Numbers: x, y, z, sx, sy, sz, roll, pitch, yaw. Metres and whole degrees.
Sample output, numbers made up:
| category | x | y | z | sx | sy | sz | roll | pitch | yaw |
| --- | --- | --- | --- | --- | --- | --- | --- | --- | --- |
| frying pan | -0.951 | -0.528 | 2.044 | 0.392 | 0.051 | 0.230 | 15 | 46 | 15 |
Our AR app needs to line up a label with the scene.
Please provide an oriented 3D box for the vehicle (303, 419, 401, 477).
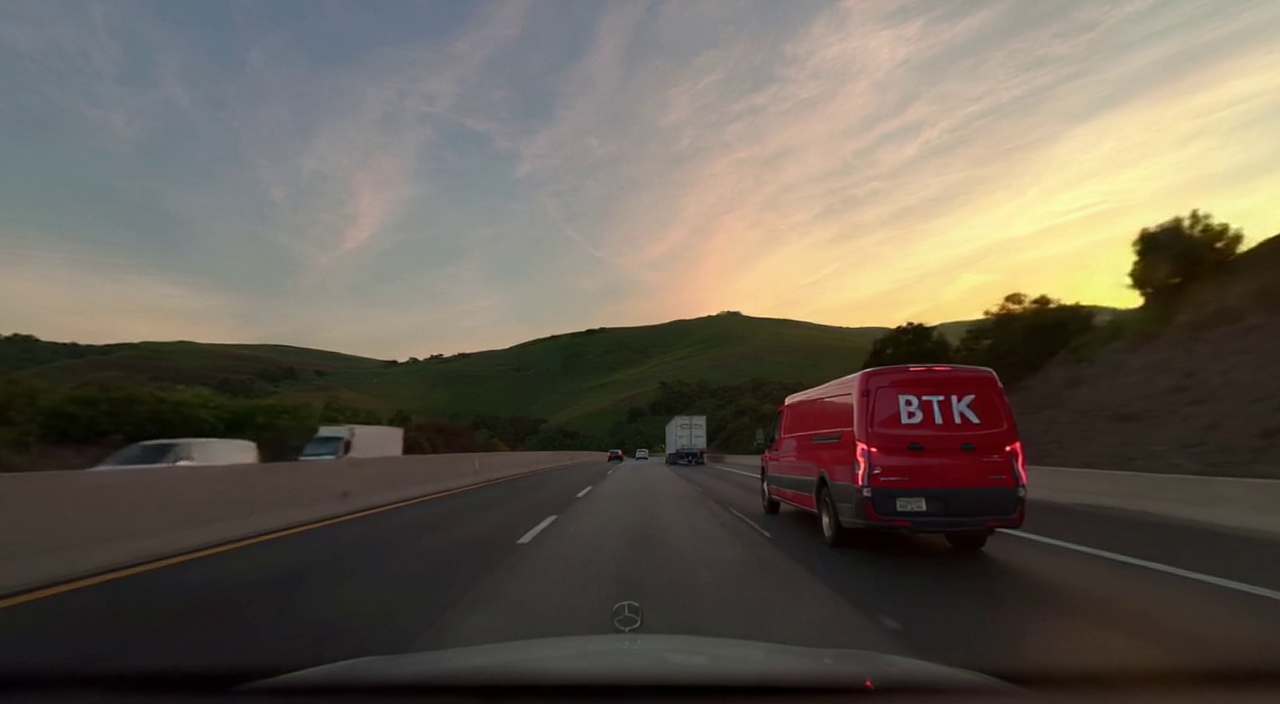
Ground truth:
| category | x | y | z | sx | sy | sz | roll | pitch | yaw |
| --- | --- | --- | --- | --- | --- | --- | --- | --- | --- |
| vehicle | -18.509 | 6.266 | 41.193 | 2.637 | 3.409 | 7.744 | 0 | -9 | 0 |
